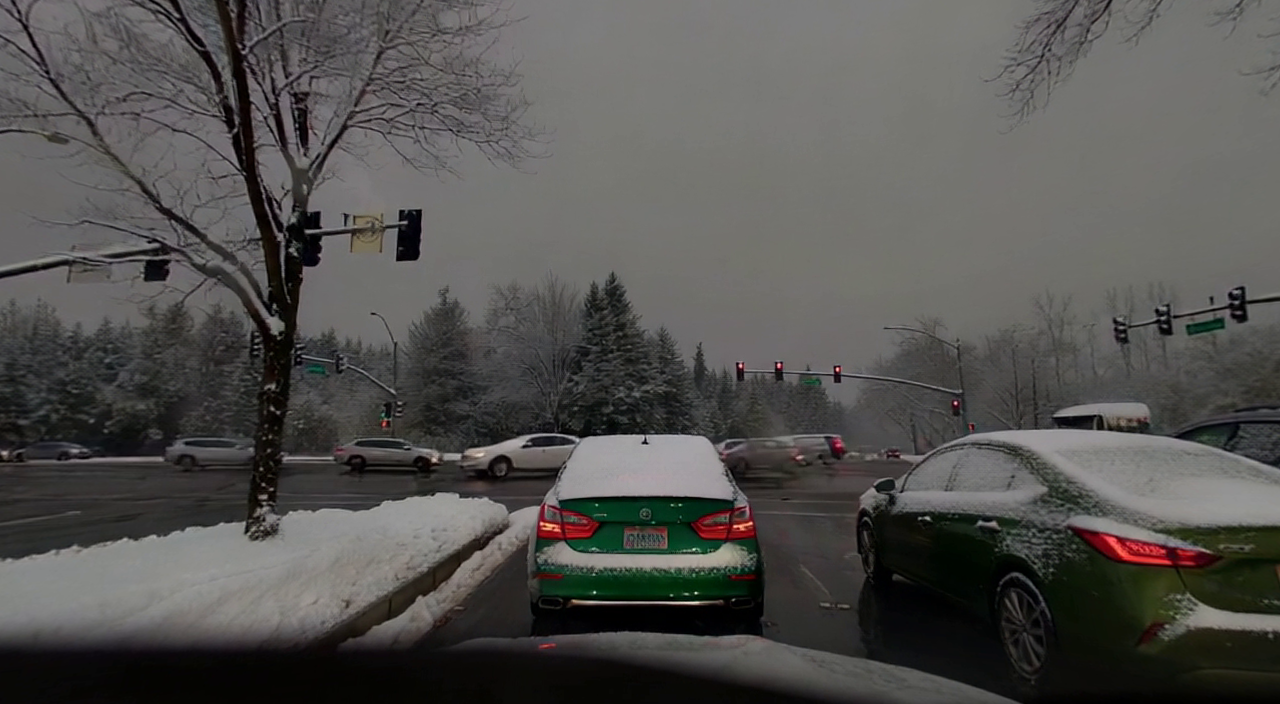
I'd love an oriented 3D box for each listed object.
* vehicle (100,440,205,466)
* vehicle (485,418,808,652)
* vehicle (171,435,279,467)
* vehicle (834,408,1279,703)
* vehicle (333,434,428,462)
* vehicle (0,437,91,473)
[{"bbox_3d":[-28.688,5.959,37.243,4.615,1.463,2.016,-1,-9,5],"label":"vehicle"},{"bbox_3d":[0.036,1.471,6.143,2.026,1.458,4.175,0,-9,0],"label":"vehicle"},{"bbox_3d":[-21.810,5.227,33.331,4.416,1.597,1.887,-1,-9,4],"label":"vehicle"},{"bbox_3d":[3.106,1.301,4.842,1.861,1.479,4.371,0,-9,0],"label":"vehicle"},{"bbox_3d":[-15.287,5.656,37.405,4.754,1.583,1.954,1,-9,-7],"label":"vehicle"},{"bbox_3d":[-29.782,4.988,30.734,4.517,1.637,1.935,-1,-9,7],"label":"vehicle"}]
